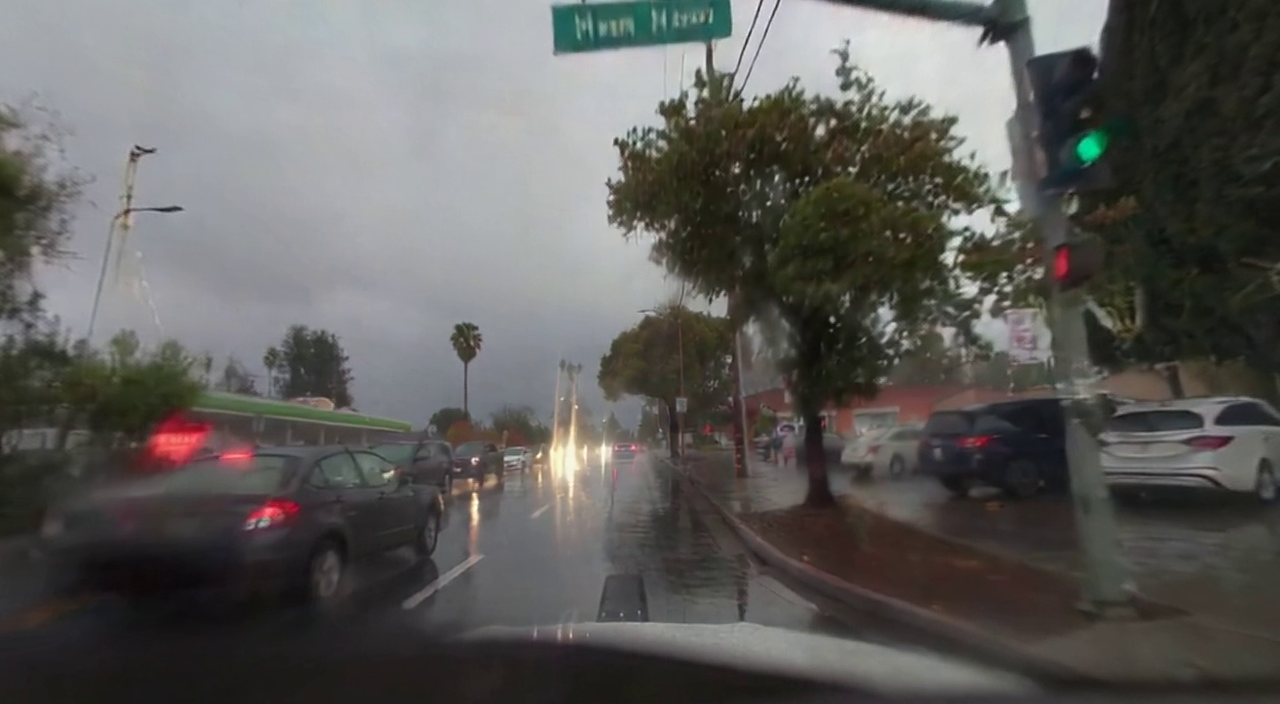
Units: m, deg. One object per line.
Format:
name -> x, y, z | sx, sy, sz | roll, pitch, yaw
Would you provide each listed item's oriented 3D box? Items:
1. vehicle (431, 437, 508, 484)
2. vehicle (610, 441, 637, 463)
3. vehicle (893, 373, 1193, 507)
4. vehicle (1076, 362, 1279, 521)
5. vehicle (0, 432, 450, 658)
vehicle -> -6.961, 4.495, 26.415 | 1.877, 1.742, 4.919 | 0, -9, 0
vehicle -> -1.139, 7.228, 45.677 | 1.909, 1.482, 4.390 | 0, -9, 0
vehicle -> 7.875, 1.713, 12.289 | 5.441, 2.056, 2.552 | 5, -10, -30
vehicle -> 8.594, 1.310, 9.243 | 3.353, 1.885, 2.229 | 4, -10, -29
vehicle -> -3.588, 1.600, 6.413 | 1.943, 1.455, 4.414 | 0, -9, 0
